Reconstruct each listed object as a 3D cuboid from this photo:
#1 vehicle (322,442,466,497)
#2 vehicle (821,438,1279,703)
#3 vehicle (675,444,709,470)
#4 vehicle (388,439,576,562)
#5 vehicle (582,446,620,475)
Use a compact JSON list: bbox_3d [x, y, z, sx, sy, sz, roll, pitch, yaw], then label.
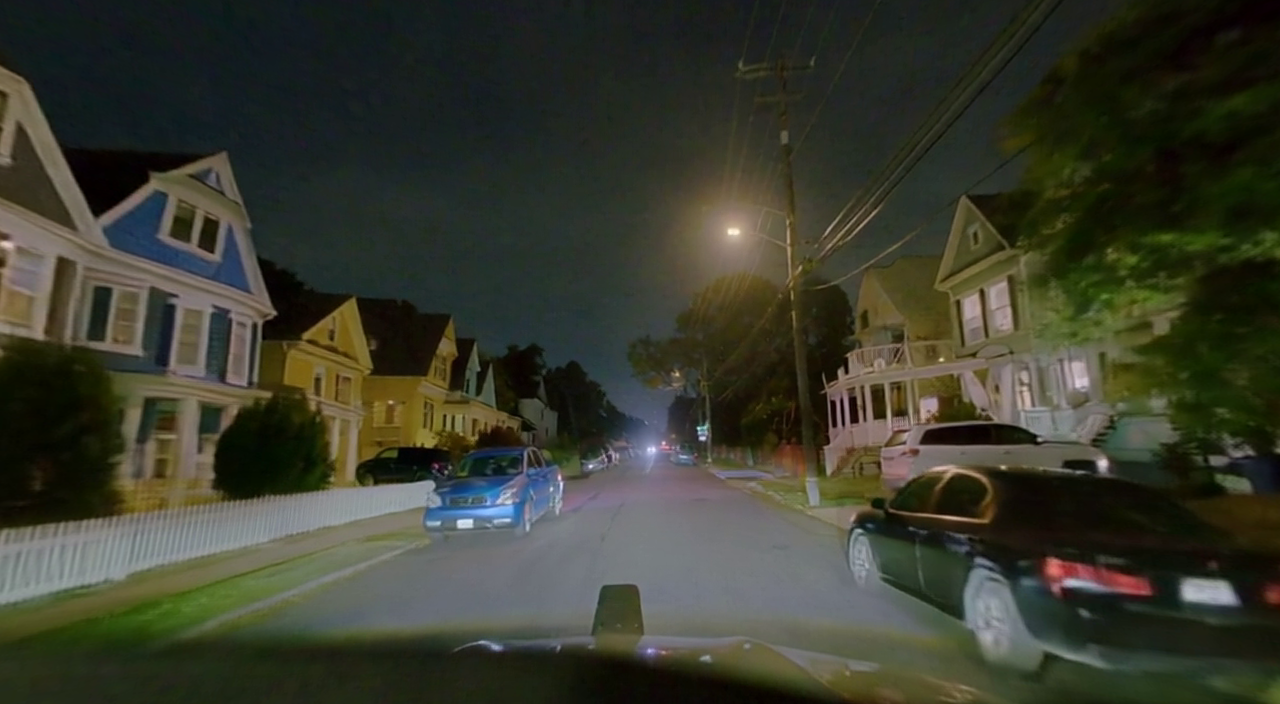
[{"bbox_3d":[-8.497,4.059,22.098,4.088,1.779,2.109,0,-8,4],"label":"vehicle"},{"bbox_3d":[3.238,1.586,5.472,2.043,1.631,4.613,1,-8,1],"label":"vehicle"},{"bbox_3d":[3.978,8.096,49.038,2.129,1.873,4.471,0,-8,-1],"label":"vehicle"},{"bbox_3d":[-2.773,2.695,12.399,2.204,1.655,4.813,-7,-8,1],"label":"vehicle"},{"bbox_3d":[-2.532,7.180,42.205,2.082,1.759,4.541,-2,-8,1],"label":"vehicle"}]
